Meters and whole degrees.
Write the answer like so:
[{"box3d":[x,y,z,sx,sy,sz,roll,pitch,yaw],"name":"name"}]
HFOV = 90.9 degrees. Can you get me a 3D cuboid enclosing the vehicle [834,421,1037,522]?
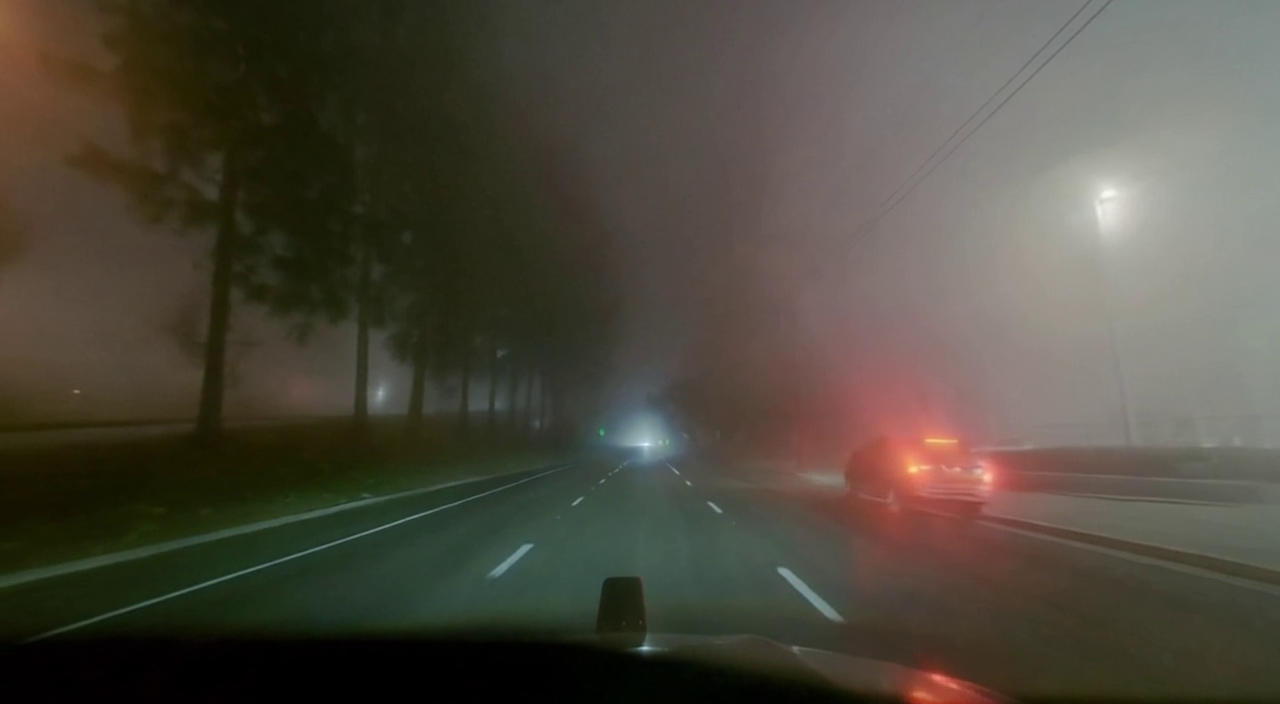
[{"box3d":[6.062,2.507,13.858,2.177,1.788,5.106,0,-8,3],"name":"vehicle"}]
